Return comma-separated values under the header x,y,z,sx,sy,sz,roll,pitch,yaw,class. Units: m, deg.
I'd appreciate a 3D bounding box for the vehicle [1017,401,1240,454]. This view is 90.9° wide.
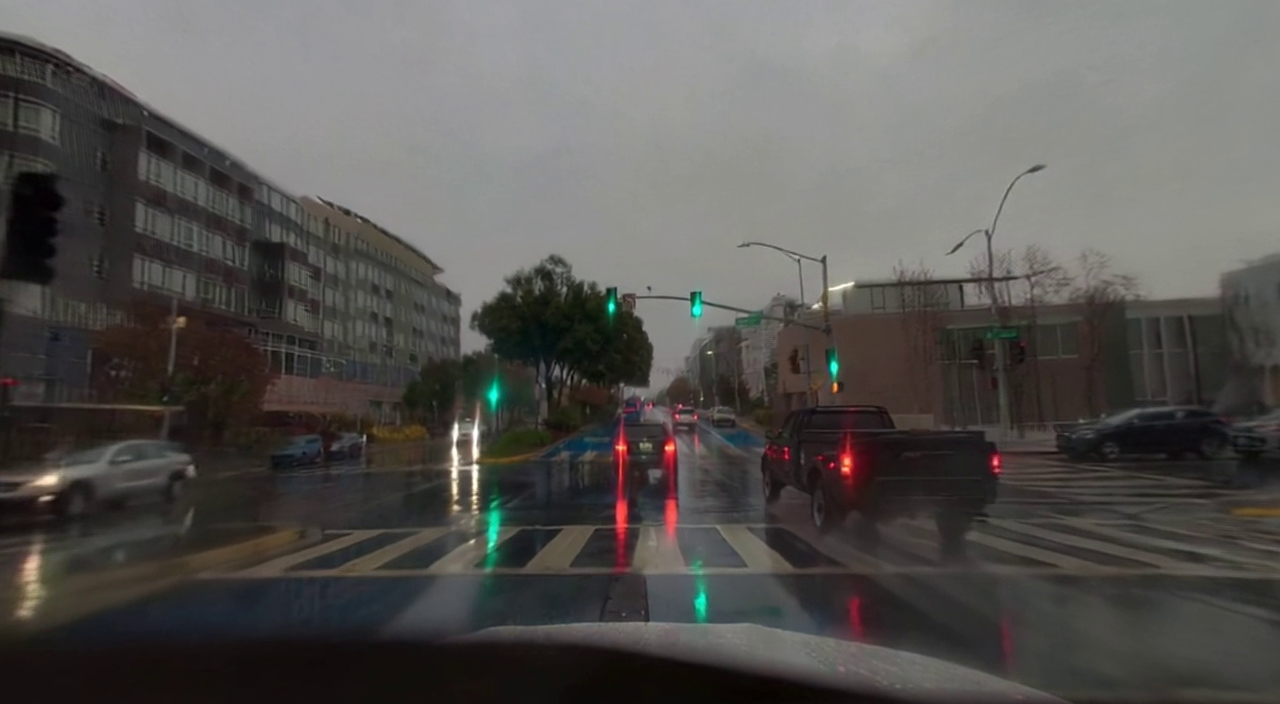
x,y,z,sx,sy,sz,roll,pitch,yaw,class
14.312,2.270,18.722,4.872,1.472,2.136,0,-9,-2,vehicle

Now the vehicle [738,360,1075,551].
x,y,z,sx,sy,sz,roll,pitch,yaw,class
3.373,1.557,10.072,2.487,2.048,6.443,0,-8,-1,vehicle

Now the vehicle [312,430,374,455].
x,y,z,sx,sy,sz,roll,pitch,yaw,class
-19.661,6.033,42.008,1.871,1.546,4.792,0,-9,0,vehicle

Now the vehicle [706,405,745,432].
x,y,z,sx,sy,sz,roll,pitch,yaw,class
6.510,5.161,48.644,2.279,1.818,4.961,0,-9,-1,vehicle

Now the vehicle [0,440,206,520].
x,y,z,sx,sy,sz,roll,pitch,yaw,class
-13.509,3.103,15.892,2.062,1.697,4.321,0,-9,-1,vehicle

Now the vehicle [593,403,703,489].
x,y,z,sx,sy,sz,roll,pitch,yaw,class
0.121,2.265,15.309,2.283,1.773,4.255,0,-9,-1,vehicle

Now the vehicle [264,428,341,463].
x,y,z,sx,sy,sz,roll,pitch,yaw,class
-19.573,5.474,36.829,2.060,1.867,4.626,0,-9,-2,vehicle
